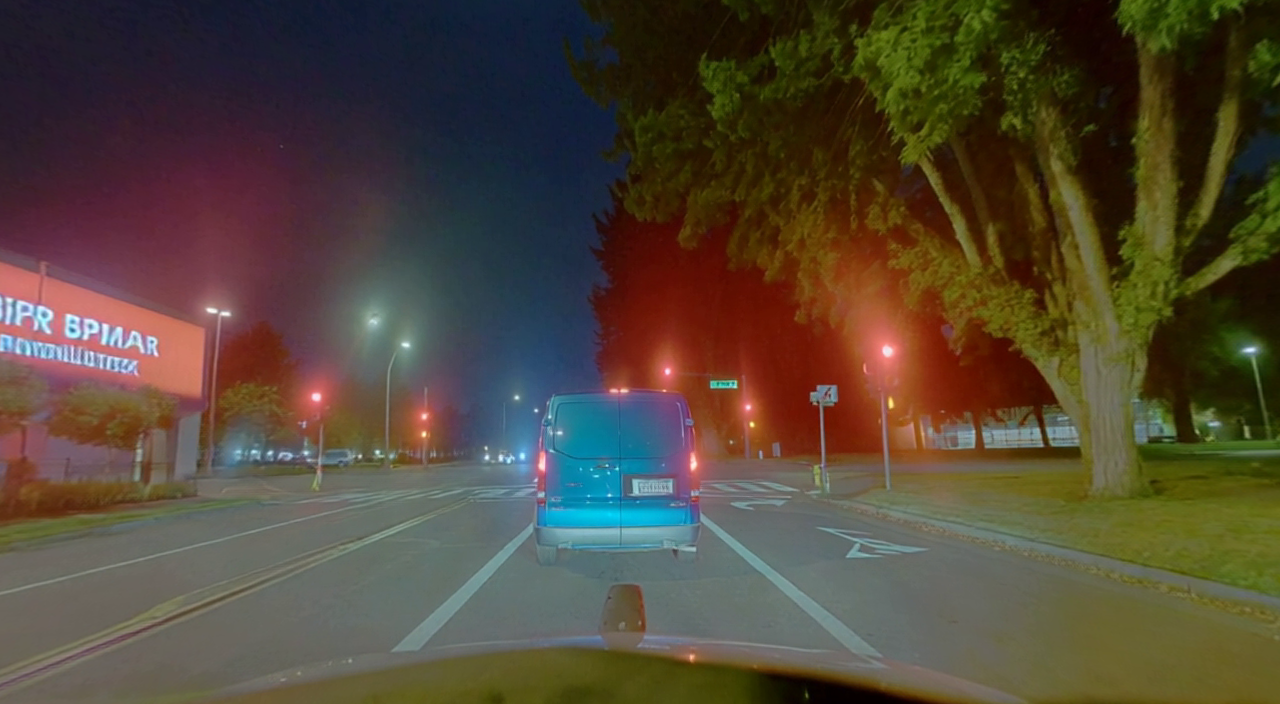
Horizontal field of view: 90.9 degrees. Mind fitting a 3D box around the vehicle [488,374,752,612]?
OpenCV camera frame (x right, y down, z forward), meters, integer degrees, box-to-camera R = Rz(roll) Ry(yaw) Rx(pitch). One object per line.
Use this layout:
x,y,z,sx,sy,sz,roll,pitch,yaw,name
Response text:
-0.293,1.466,7.292,2.181,1.949,3.932,1,-9,-4,vehicle
